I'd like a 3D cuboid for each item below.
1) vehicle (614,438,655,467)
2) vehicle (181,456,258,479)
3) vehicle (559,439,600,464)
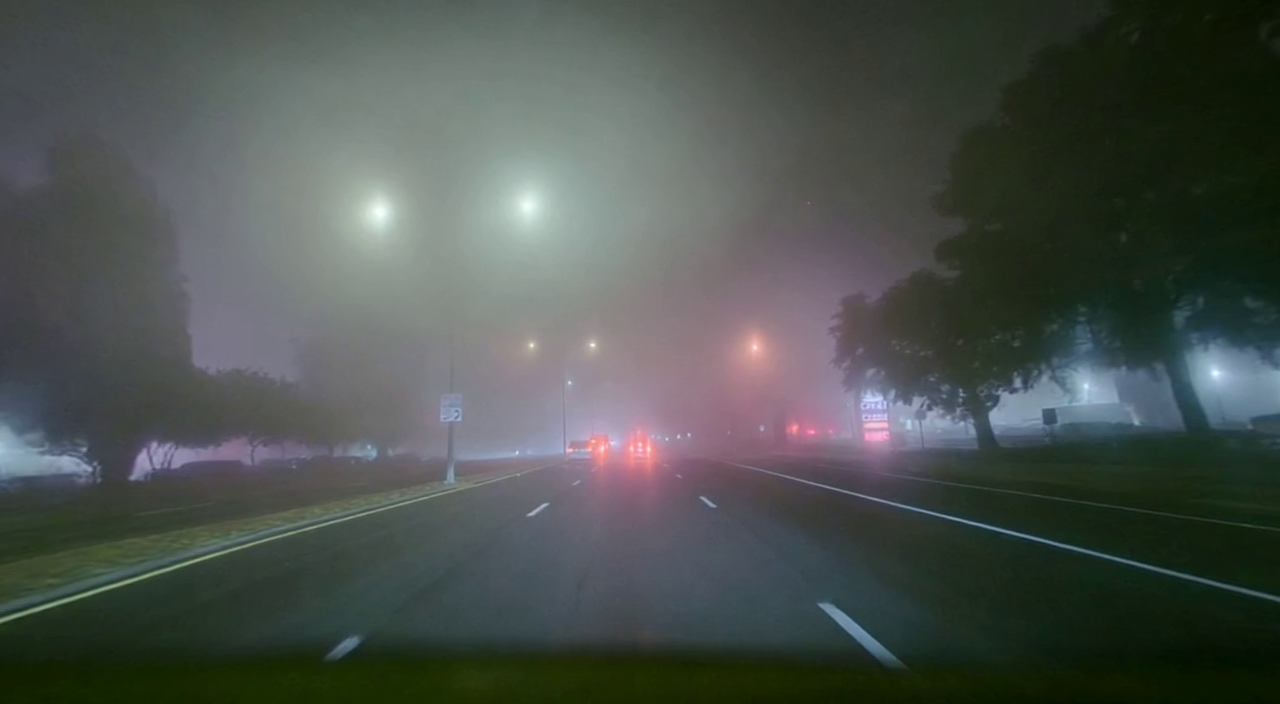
[{"bbox_3d":[-0.319,5.499,34.741,2.126,1.475,3.967,0,-8,-1],"label":"vehicle"},{"bbox_3d":[-28.730,7.899,43.248,3.942,1.471,1.859,0,-8,0],"label":"vehicle"},{"bbox_3d":[-3.671,6.179,39.334,2.139,1.487,4.453,0,-8,0],"label":"vehicle"}]
